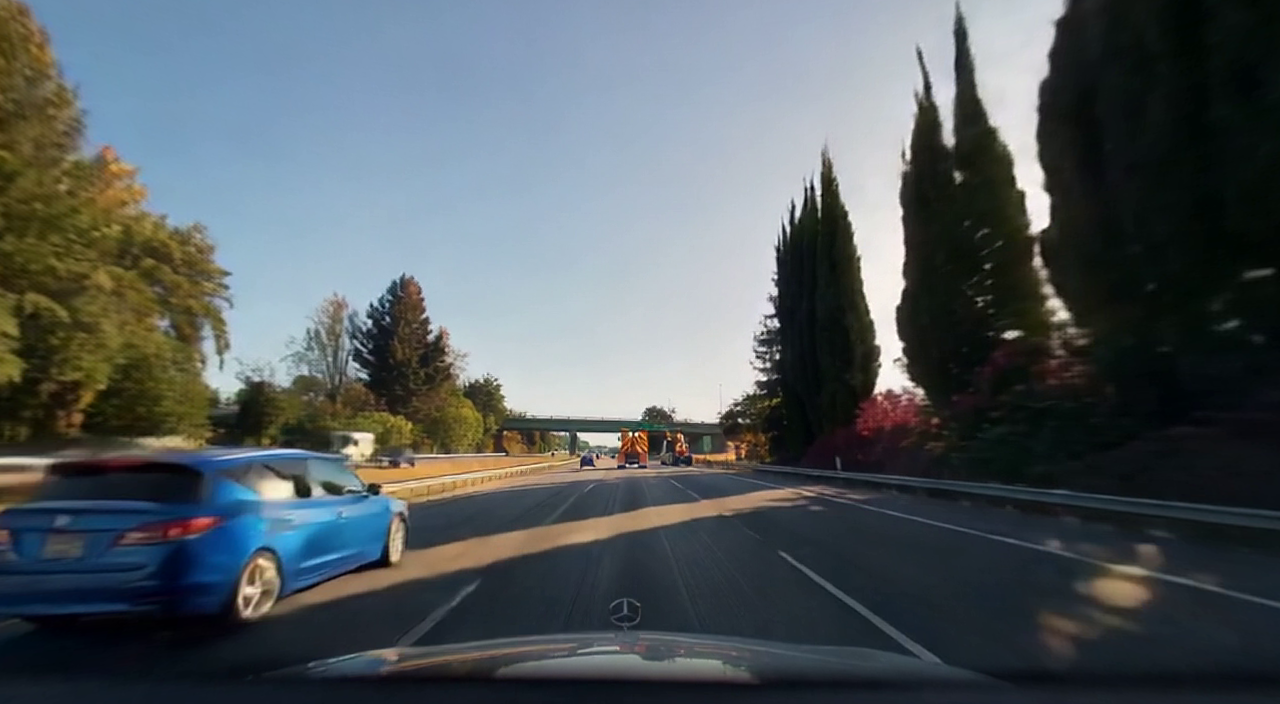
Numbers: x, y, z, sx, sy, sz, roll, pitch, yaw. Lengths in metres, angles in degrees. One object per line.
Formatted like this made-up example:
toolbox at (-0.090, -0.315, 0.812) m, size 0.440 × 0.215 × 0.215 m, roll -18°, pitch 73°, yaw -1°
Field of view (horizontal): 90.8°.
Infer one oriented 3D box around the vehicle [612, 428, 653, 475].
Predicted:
vehicle at (-0.544, 7.058, 44.812) m, size 2.672 × 3.056 × 6.900 m, roll 0°, pitch -9°, yaw -1°

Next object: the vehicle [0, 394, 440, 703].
vehicle at (-3.351, 1.346, 5.057) m, size 2.088 × 1.643 × 4.215 m, roll 0°, pitch -9°, yaw 0°
